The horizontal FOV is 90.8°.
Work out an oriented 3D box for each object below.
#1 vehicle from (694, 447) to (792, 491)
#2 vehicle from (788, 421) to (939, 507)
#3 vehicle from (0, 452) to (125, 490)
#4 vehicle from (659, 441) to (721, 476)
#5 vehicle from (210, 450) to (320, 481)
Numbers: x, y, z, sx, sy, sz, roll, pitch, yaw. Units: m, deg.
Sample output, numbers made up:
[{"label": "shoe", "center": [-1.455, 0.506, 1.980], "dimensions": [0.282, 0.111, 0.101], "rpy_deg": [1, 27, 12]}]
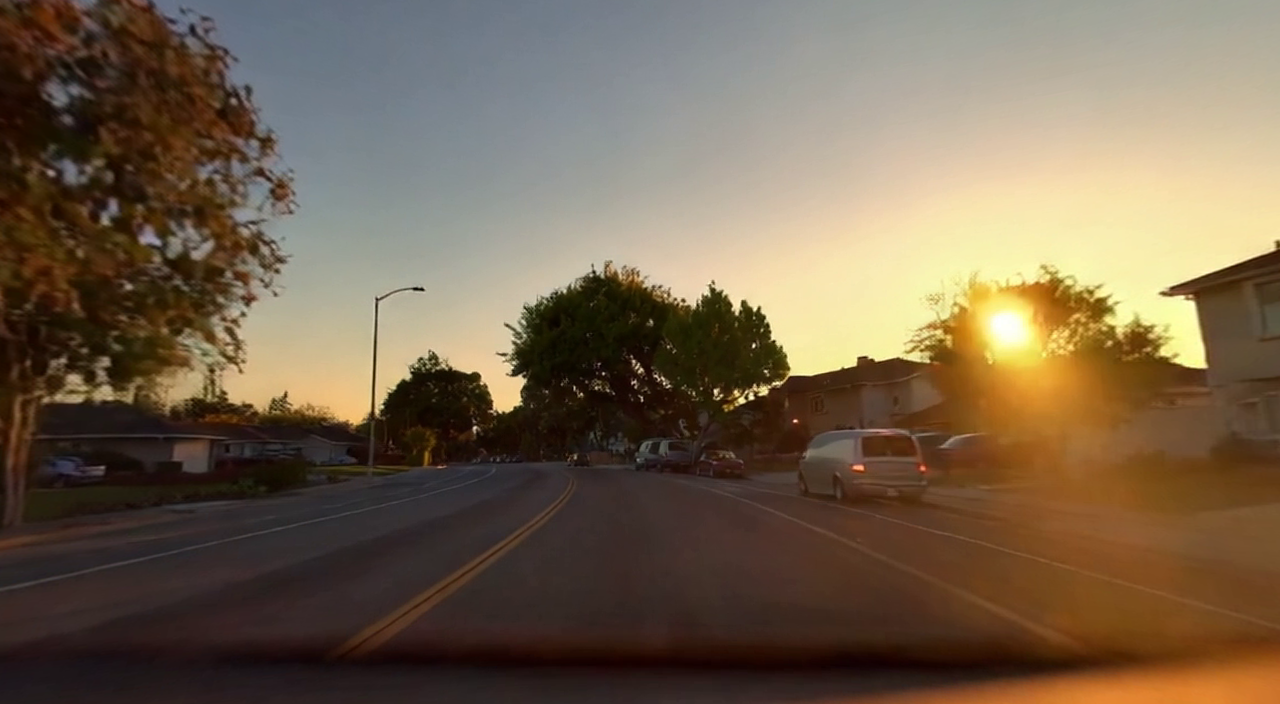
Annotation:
[{"label": "vehicle", "center": [4.380, 5.093, 27.978], "dimensions": [2.713, 1.671, 4.939], "rpy_deg": [1, -8, -10]}, {"label": "vehicle", "center": [6.149, 3.146, 18.203], "dimensions": [2.305, 2.111, 4.965], "rpy_deg": [0, -9, -3]}, {"label": "vehicle", "center": [-25.764, 5.226, 27.924], "dimensions": [3.977, 1.501, 2.143], "rpy_deg": [0, -8, -5]}, {"label": "vehicle", "center": [3.166, 7.017, 41.924], "dimensions": [2.670, 2.085, 6.775], "rpy_deg": [1, -9, -8]}, {"label": "vehicle", "center": [-19.658, 5.963, 33.323], "dimensions": [4.502, 1.511, 1.939], "rpy_deg": [2, -9, -12]}]
